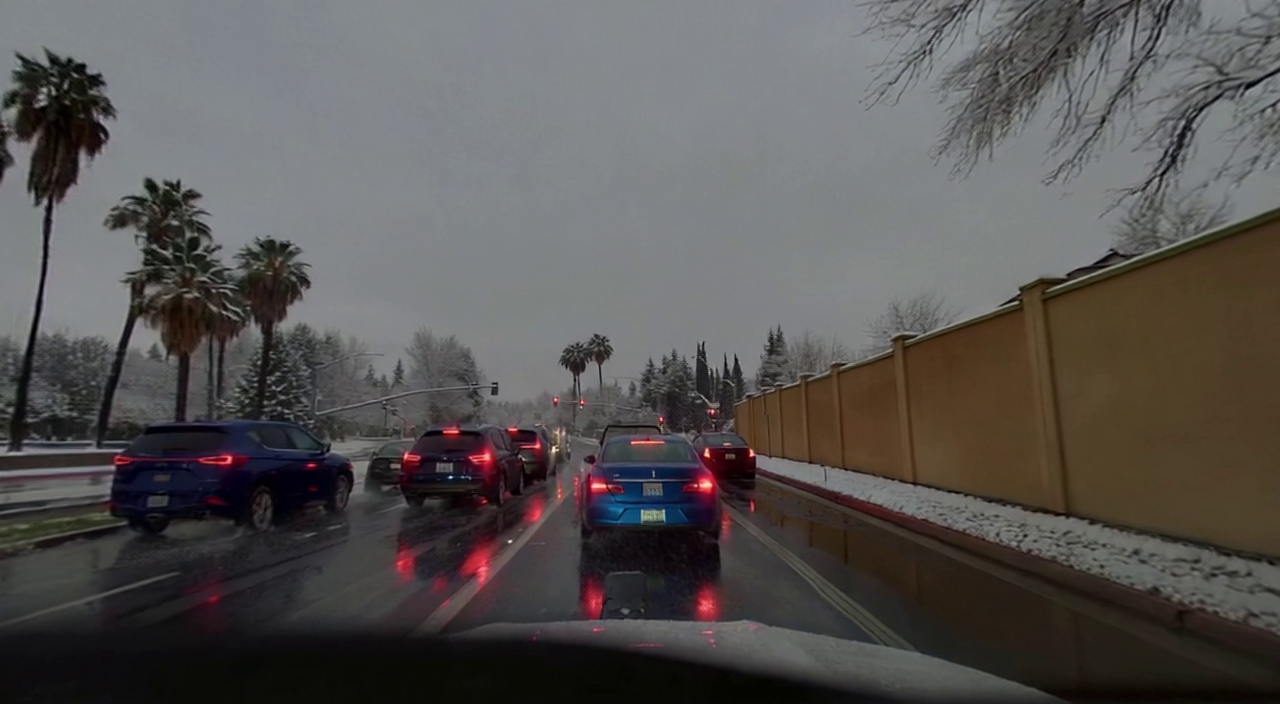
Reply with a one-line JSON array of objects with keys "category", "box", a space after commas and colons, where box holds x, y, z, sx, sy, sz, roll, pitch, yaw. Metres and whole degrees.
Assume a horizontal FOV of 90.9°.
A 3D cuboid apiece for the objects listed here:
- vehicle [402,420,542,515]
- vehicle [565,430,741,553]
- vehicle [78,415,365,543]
[{"category": "vehicle", "box": [-3.450, 2.462, 13.846, 2.007, 1.746, 4.136, 0, -8, -2]}, {"category": "vehicle", "box": [0.072, 2.008, 9.832, 2.128, 1.473, 4.272, 0, -8, -2]}, {"category": "vehicle", "box": [-6.683, 2.067, 10.883, 1.963, 1.721, 4.467, 0, -8, -2]}]
